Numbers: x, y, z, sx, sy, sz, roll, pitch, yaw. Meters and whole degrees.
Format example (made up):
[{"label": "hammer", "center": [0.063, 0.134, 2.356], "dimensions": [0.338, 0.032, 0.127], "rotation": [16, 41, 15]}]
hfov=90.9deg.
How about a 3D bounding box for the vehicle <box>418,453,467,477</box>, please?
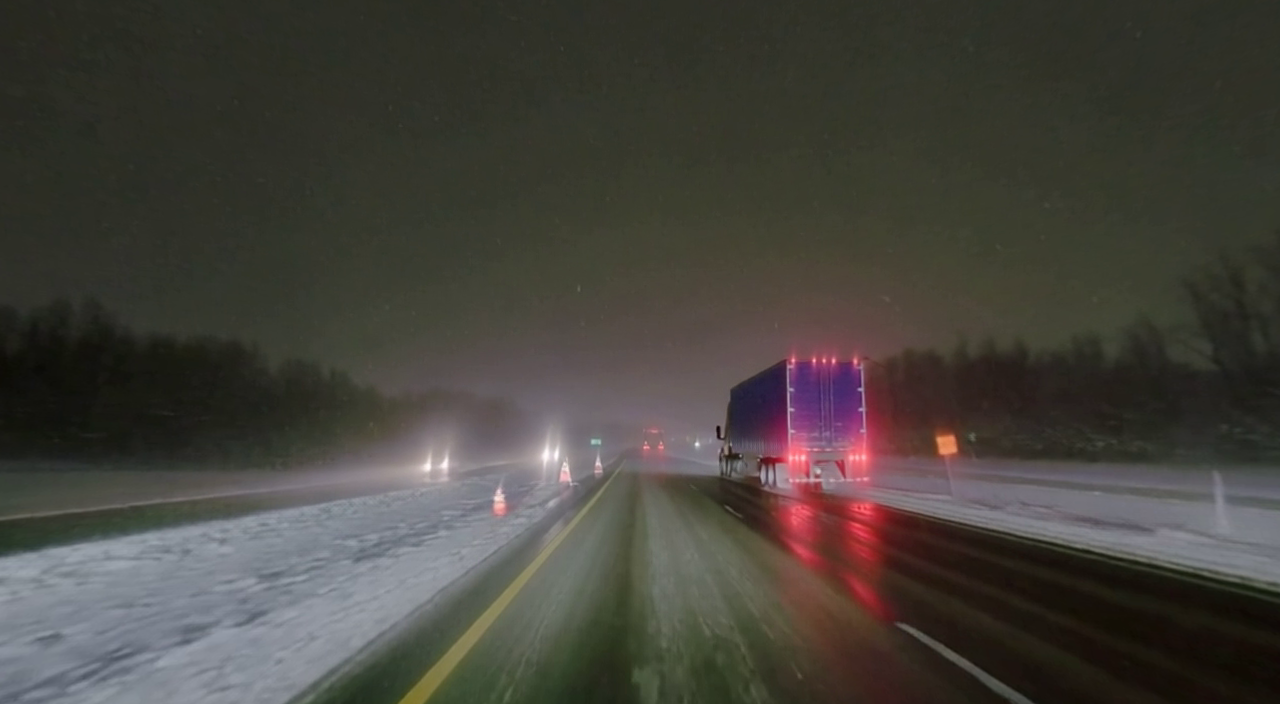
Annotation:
[{"label": "vehicle", "center": [-13.214, 7.591, 42.459], "dimensions": [1.869, 1.455, 4.529], "rotation": [0, -9, 0]}]
